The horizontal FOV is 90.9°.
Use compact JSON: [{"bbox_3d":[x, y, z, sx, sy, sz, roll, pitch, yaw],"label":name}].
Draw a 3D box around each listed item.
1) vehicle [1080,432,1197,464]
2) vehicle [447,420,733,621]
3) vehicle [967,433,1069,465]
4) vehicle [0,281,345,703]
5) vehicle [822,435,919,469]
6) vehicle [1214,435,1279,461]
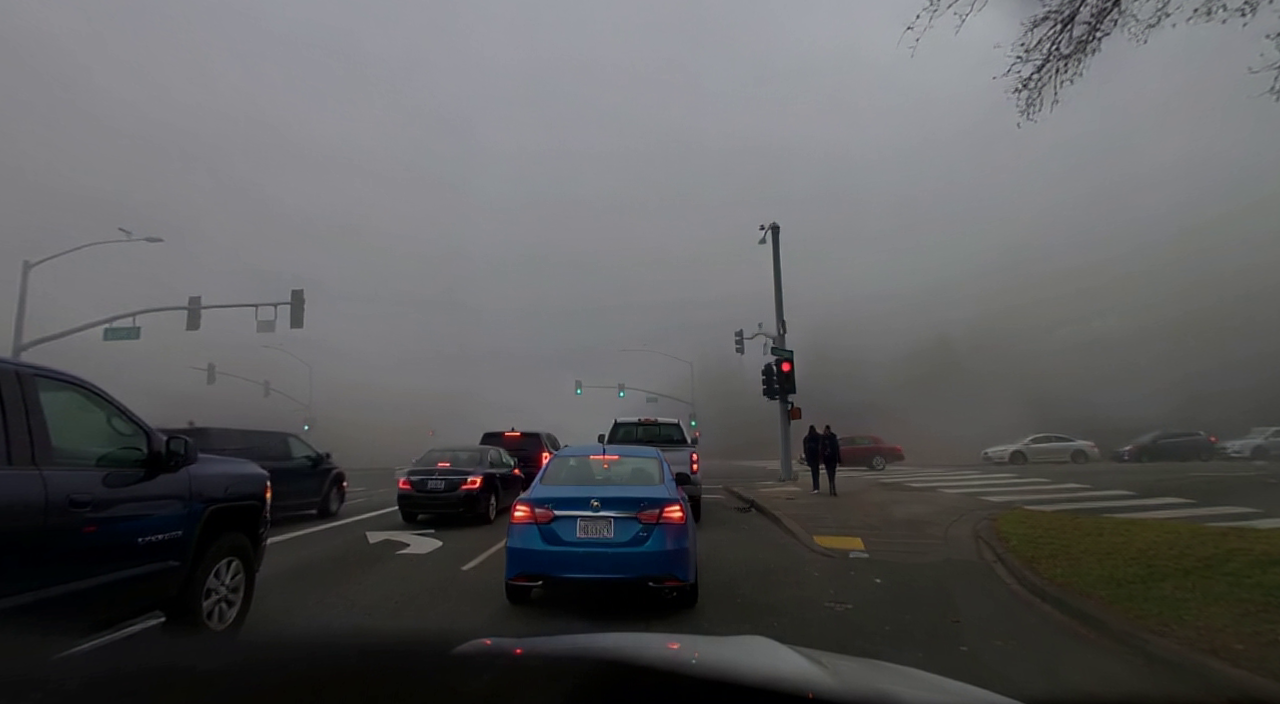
[{"bbox_3d":[28.946,5.577,36.707,4.967,1.794,2.044,0,-9,2],"label":"vehicle"},{"bbox_3d":[-0.377,1.608,7.039,2.144,1.497,4.446,0,-9,0],"label":"vehicle"},{"bbox_3d":[21.944,5.655,36.712,4.529,1.786,2.110,0,-9,2],"label":"vehicle"},{"bbox_3d":[-3.683,0.745,2.815,2.202,1.961,4.980,0,-9,1],"label":"vehicle"},{"bbox_3d":[12.213,5.335,33.625,4.394,1.724,1.886,0,-9,1],"label":"vehicle"},{"bbox_3d":[36.268,5.513,36.145,4.643,1.464,1.840,-1,-9,3],"label":"vehicle"}]
